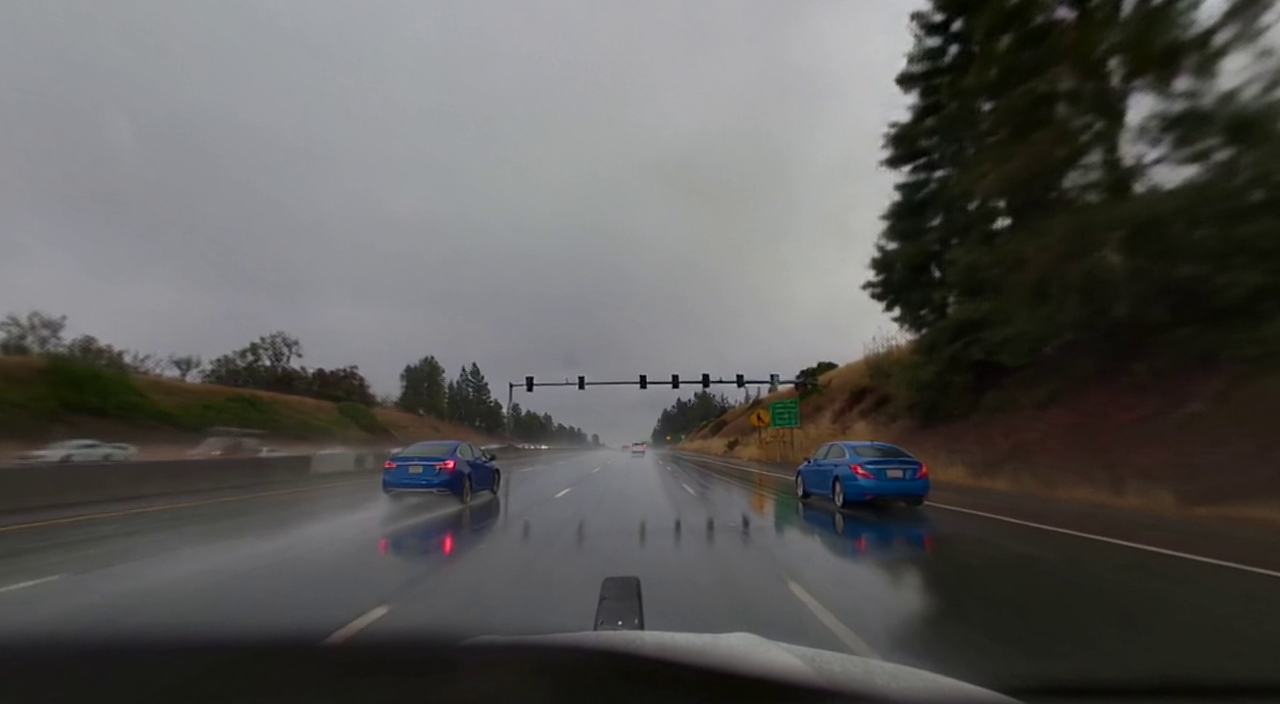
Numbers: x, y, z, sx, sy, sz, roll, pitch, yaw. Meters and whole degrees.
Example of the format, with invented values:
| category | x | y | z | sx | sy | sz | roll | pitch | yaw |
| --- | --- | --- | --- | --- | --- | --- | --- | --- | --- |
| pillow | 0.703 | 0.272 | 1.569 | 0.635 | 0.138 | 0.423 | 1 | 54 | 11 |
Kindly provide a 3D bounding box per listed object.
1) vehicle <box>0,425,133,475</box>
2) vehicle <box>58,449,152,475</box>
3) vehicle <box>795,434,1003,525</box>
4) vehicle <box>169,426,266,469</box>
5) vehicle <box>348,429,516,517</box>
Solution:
| category | x | y | z | sx | sy | sz | roll | pitch | yaw |
| --- | --- | --- | --- | --- | --- | --- | --- | --- | --- |
| vehicle | -36.635 | 6.276 | 40.375 | 2.591 | 2.943 | 6.617 | 0 | -9 | 0 |
| vehicle | -32.804 | 6.709 | 38.771 | 1.813 | 1.467 | 4.567 | 0 | -9 | -1 |
| vehicle | 4.867 | 2.463 | 12.804 | 2.049 | 1.481 | 4.774 | 0 | -9 | -2 |
| vehicle | -28.707 | 6.549 | 43.069 | 2.444 | 2.704 | 5.872 | 0 | -9 | 0 |
| vehicle | -4.084 | 2.460 | 13.292 | 1.987 | 1.516 | 4.478 | 0 | -9 | 1 |
